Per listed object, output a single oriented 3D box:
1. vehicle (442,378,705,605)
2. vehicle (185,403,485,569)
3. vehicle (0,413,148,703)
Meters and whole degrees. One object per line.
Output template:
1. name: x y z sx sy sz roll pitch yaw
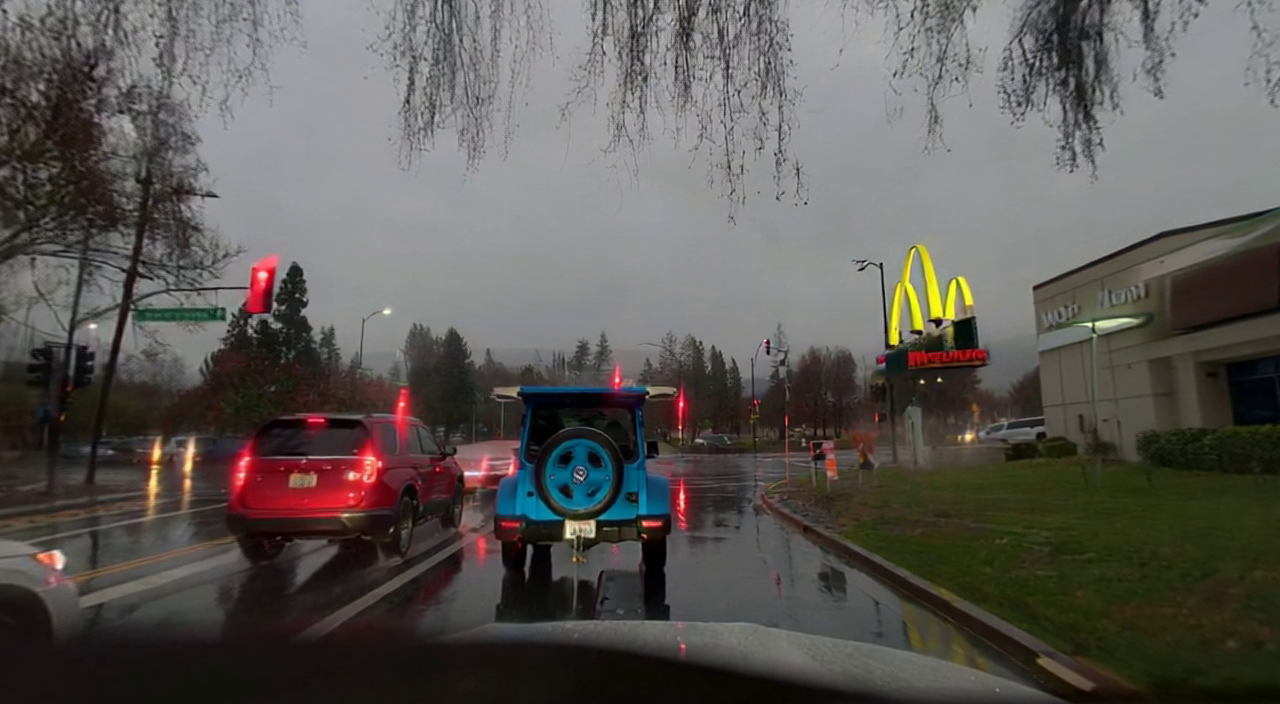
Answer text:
1. vehicle: -0.617 1.527 7.787 2.224 1.923 4.643 0 -8 -2
2. vehicle: -3.914 1.806 9.259 2.130 1.819 4.497 0 -9 0
3. vehicle: -3.891 0.807 1.424 1.941 1.479 4.541 0 -8 -1
